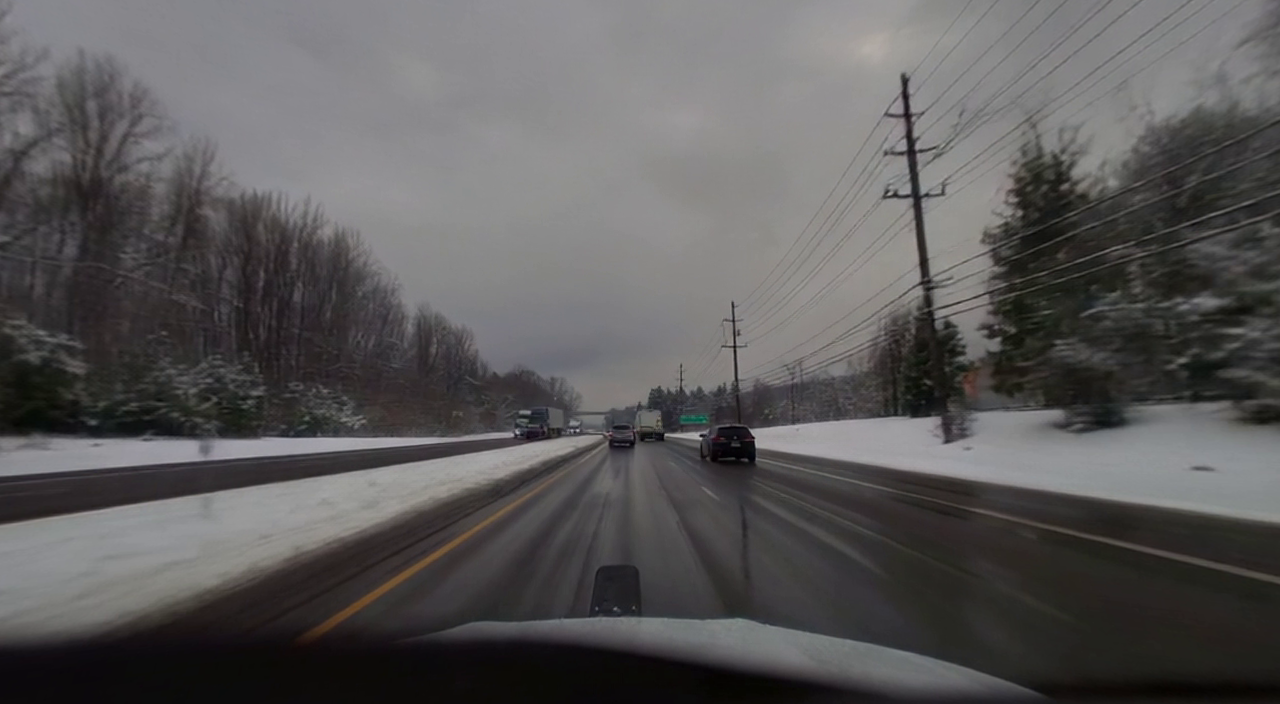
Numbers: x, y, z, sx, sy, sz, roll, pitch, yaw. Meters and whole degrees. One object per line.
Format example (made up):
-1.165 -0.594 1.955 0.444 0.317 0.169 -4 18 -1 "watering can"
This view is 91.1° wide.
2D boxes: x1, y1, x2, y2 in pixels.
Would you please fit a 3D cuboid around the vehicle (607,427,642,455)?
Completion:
-0.949 5.665 40.283 2.134 1.710 4.049 0 -7 -1 "vehicle"

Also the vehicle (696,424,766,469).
3.402 3.637 24.334 2.062 1.581 3.914 0 -8 -1 "vehicle"
